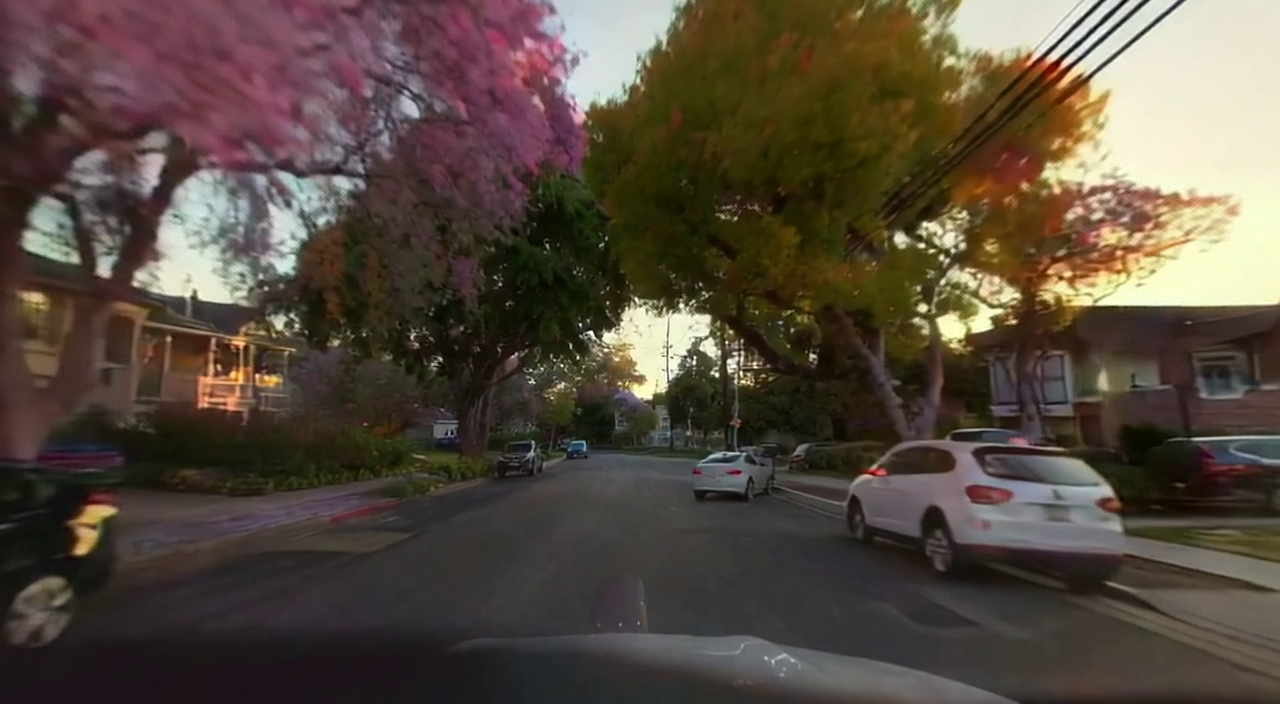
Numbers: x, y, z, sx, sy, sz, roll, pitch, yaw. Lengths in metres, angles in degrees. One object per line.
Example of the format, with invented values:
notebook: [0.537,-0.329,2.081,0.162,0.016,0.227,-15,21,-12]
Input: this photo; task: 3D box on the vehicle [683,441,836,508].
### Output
vehicle: [3.204,3.024,16.187,2.075,1.449,4.526,-6,-10,35]

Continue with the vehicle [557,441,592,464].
vehicle: [-4.741,7.336,46.398,1.938,1.508,4.481,0,-7,1]

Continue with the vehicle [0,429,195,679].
vehicle: [-4.693,1.054,2.850,1.810,1.446,4.668,-1,-9,3]

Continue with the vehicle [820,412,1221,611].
vehicle: [3.880,1.688,7.649,2.103,1.679,4.386,0,-8,0]
